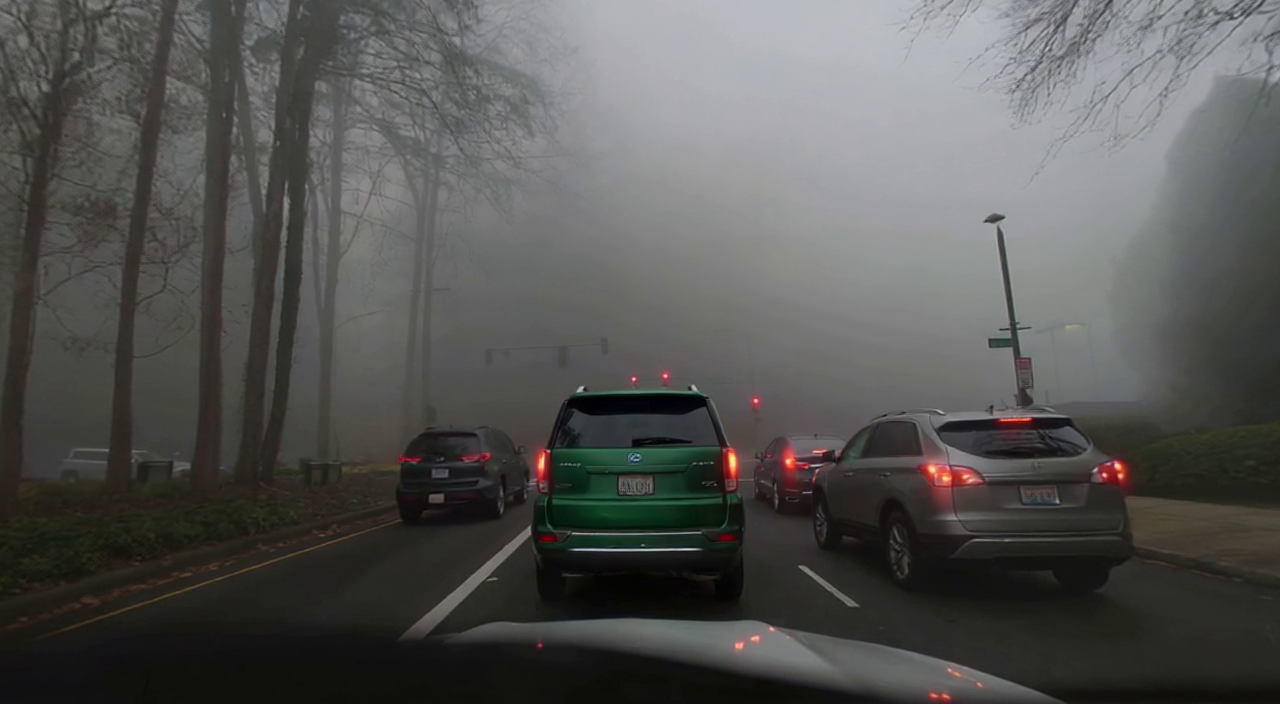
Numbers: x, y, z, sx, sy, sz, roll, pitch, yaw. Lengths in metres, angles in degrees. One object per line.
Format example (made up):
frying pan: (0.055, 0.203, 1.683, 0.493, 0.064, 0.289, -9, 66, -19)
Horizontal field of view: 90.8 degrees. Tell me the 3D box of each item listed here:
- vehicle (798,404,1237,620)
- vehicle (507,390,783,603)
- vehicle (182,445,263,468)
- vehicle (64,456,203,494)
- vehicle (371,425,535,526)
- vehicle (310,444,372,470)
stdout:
vehicle: (3.467, 1.557, 7.098, 2.202, 1.657, 4.298, 0, -9, -1)
vehicle: (0.017, 1.492, 7.281, 2.294, 1.761, 3.857, 0, -9, -1)
vehicle: (-29.985, 7.506, 45.465, 4.403, 1.532, 1.914, 0, -8, -3)
vehicle: (-22.358, 5.423, 28.193, 2.312, 1.443, 4.684, 0, -9, 1)
vehicle: (-3.405, 2.325, 12.436, 1.961, 1.639, 4.064, 0, -9, 0)
vehicle: (-22.131, 7.783, 47.055, 1.993, 1.844, 5.316, 0, -8, 0)
